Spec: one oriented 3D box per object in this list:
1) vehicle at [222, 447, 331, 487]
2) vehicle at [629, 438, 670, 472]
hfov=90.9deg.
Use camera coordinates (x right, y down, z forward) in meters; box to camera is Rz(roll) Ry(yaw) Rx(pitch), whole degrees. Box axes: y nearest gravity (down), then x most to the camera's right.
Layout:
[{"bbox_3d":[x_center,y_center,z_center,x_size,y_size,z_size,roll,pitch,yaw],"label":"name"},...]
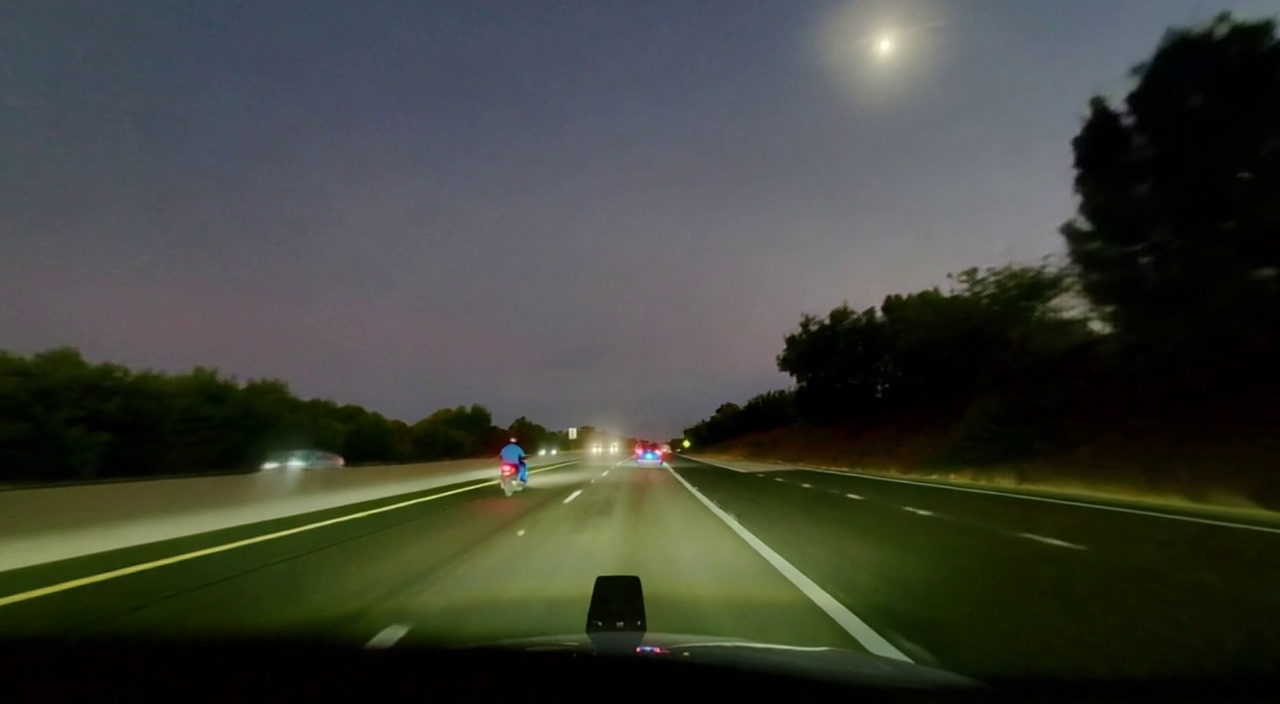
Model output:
[{"bbox_3d":[-15.246,4.829,26.798,1.903,1.493,4.589,0,-9,0],"label":"vehicle"},{"bbox_3d":[0.546,6.017,36.914,2.247,1.825,4.036,0,-9,1],"label":"vehicle"}]
